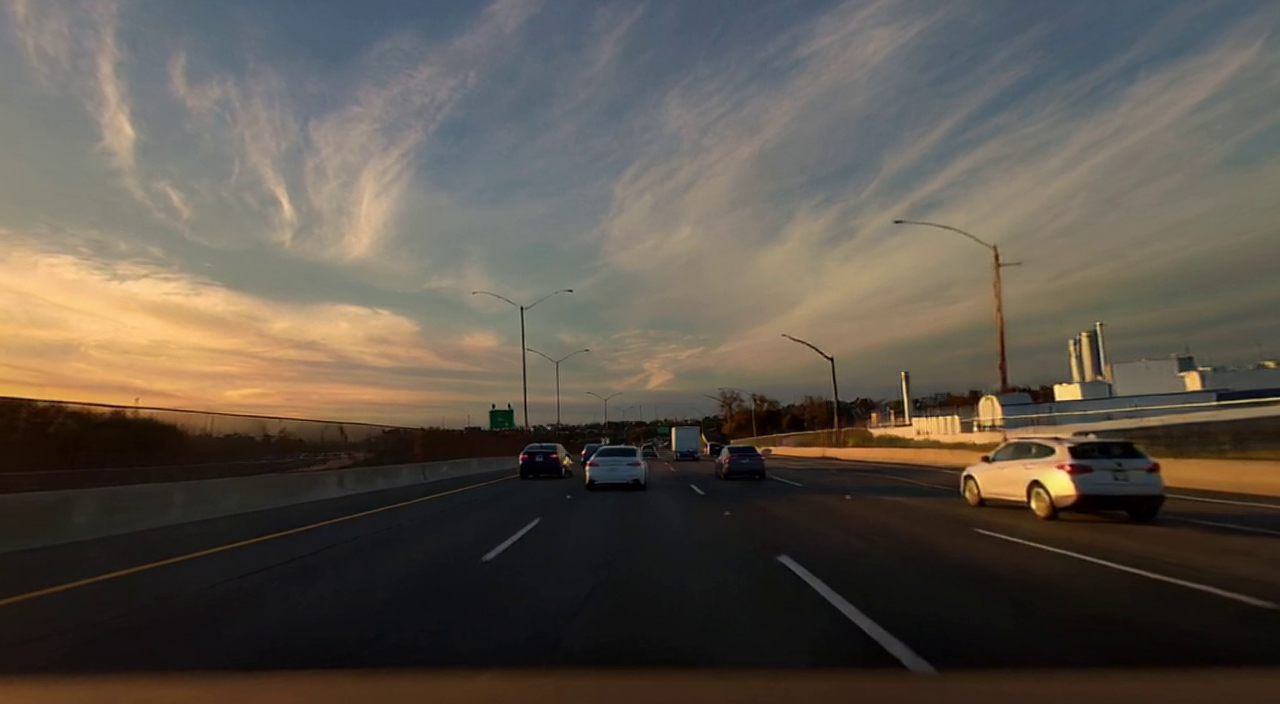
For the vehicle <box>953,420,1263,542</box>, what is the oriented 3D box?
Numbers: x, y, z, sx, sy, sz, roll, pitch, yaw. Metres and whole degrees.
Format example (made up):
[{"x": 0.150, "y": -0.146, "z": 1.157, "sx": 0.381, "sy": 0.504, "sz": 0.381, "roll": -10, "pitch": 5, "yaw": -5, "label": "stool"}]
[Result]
[{"x": 6.966, "y": 1.927, "z": 10.062, "sx": 1.860, "sy": 1.520, "sz": 3.961, "roll": -1, "pitch": -8, "yaw": 0, "label": "vehicle"}]

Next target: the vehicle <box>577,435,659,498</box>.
[{"x": -0.518, "y": 3.229, "z": 18.377, "sx": 2.067, "sy": 1.555, "sz": 4.851, "roll": -1, "pitch": -8, "yaw": 1, "label": "vehicle"}]

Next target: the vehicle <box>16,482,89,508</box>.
[{"x": -46.335, "y": 11.265, "z": 49.843, "sx": 2.037, "sy": 1.464, "sz": 4.663, "roll": -1, "pitch": -8, "yaw": -12, "label": "vehicle"}]

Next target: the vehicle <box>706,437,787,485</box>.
[{"x": 3.504, "y": 3.668, "z": 21.611, "sx": 1.942, "sy": 1.453, "sz": 4.329, "roll": 0, "pitch": -8, "yaw": -1, "label": "vehicle"}]

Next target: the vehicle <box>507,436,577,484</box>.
[{"x": -3.704, "y": 4.144, "z": 24.628, "sx": 2.036, "sy": 1.669, "sz": 4.112, "roll": -1, "pitch": -8, "yaw": 0, "label": "vehicle"}]
